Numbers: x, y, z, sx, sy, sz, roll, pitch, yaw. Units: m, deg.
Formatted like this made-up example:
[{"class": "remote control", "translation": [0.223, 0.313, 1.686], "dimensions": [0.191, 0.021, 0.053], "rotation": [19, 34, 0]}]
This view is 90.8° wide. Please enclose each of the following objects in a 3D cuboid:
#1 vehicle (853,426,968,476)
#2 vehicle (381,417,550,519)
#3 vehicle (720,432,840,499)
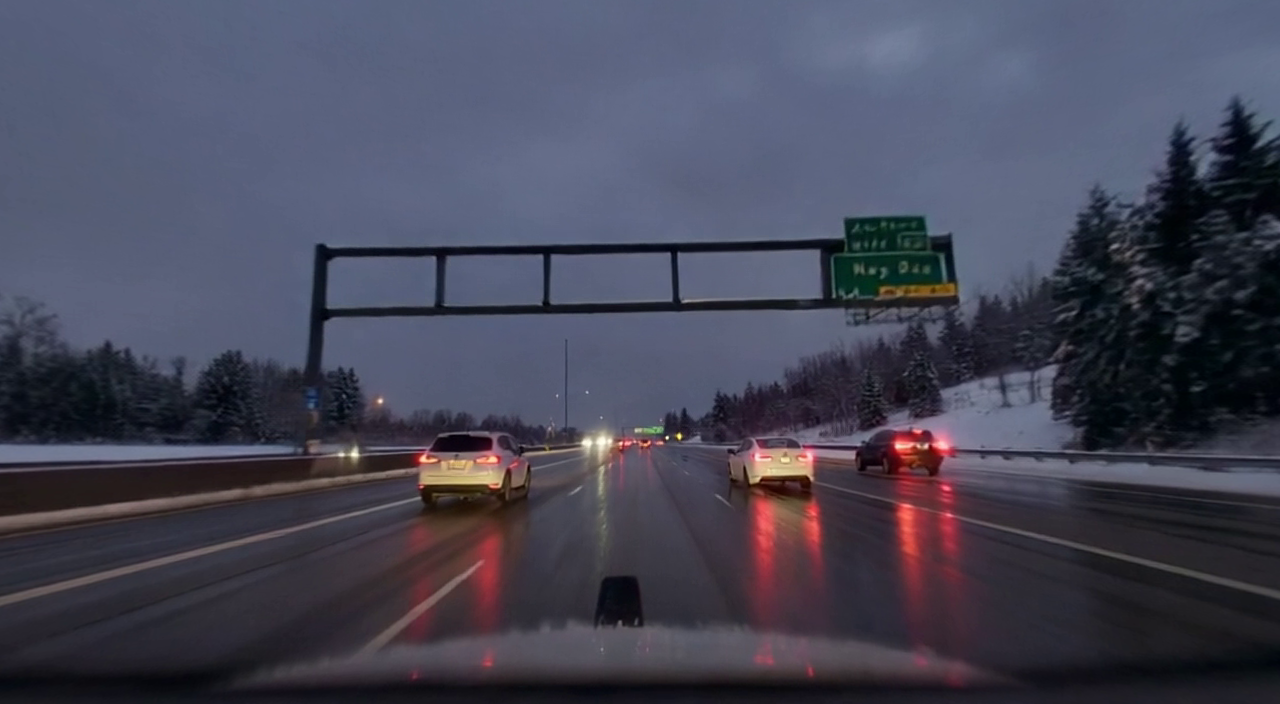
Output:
[{"class": "vehicle", "translation": [11.185, 4.163, 26.707], "dimensions": [2.223, 1.865, 5.704], "rotation": [0, -8, -1]}, {"class": "vehicle", "translation": [-3.339, 2.335, 13.209], "dimensions": [2.193, 1.746, 4.512], "rotation": [0, -8, 0]}, {"class": "vehicle", "translation": [3.622, 3.051, 17.397], "dimensions": [2.107, 1.550, 4.949], "rotation": [0, -8, -1]}]
